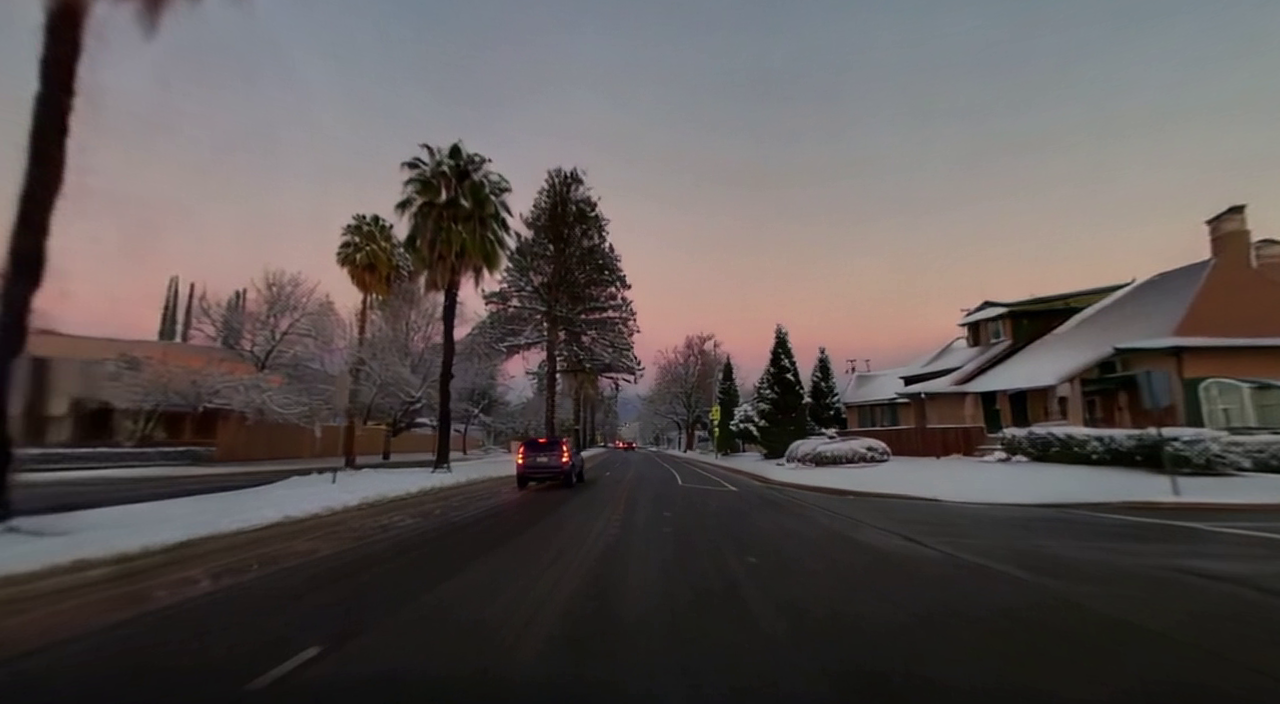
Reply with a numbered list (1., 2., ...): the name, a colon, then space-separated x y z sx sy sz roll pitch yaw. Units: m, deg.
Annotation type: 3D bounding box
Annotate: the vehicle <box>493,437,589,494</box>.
1. vehicle: -2.858 3.410 19.402 2.075 1.498 4.730 0 -8 2
